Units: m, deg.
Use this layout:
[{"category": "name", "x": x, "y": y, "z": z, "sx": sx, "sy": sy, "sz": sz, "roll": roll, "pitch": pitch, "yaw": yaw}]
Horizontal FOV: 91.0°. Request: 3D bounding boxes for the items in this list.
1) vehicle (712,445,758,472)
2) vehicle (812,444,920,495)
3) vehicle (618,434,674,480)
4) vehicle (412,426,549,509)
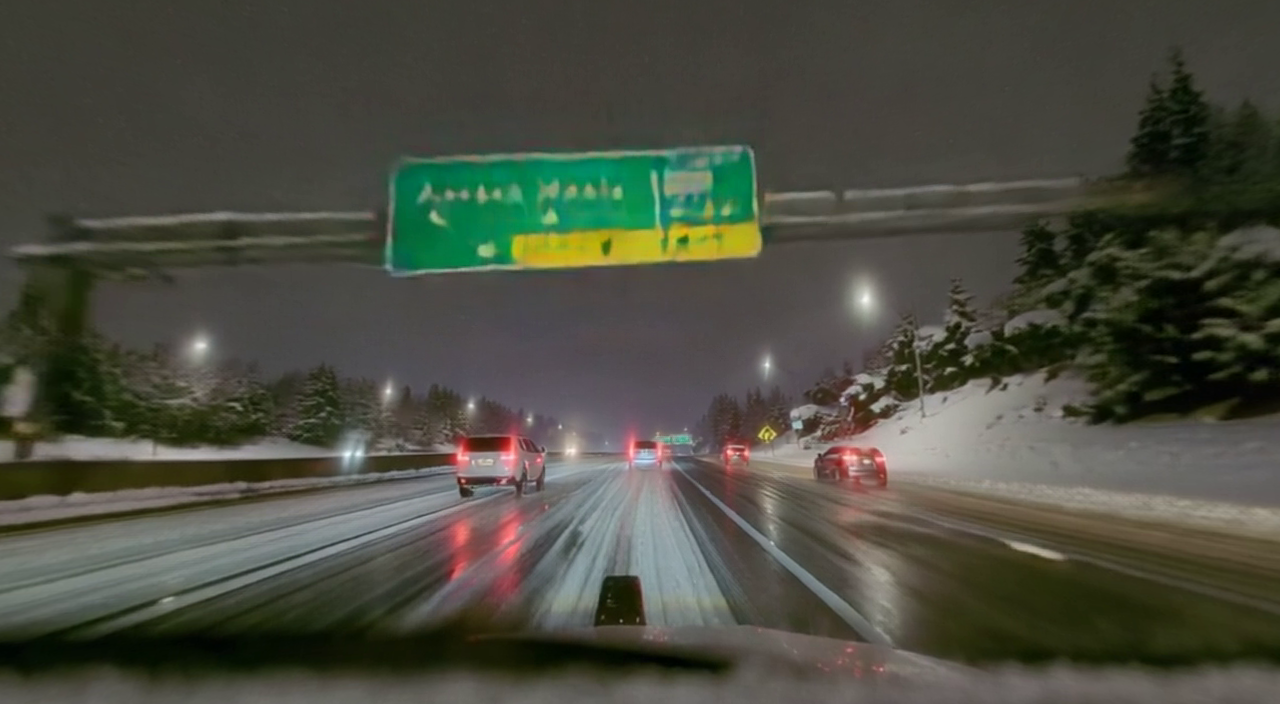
[{"category": "vehicle", "x": 5.503, "y": 6.236, "z": 37.085, "sx": 2.005, "sy": 1.456, "sz": 4.287, "roll": 0, "pitch": -9, "yaw": 0}, {"category": "vehicle", "x": 7.185, "y": 3.765, "z": 20.564, "sx": 1.936, "sy": 1.480, "sz": 4.373, "roll": 0, "pitch": -9, "yaw": 0}, {"category": "vehicle", "x": 0.289, "y": 4.672, "z": 28.172, "sx": 2.270, "sy": 1.862, "sz": 4.949, "roll": 0, "pitch": -9, "yaw": 1}, {"category": "vehicle", "x": -3.725, "y": 2.798, "z": 15.644, "sx": 2.142, "sy": 1.759, "sz": 4.297, "roll": 0, "pitch": -9, "yaw": 2}]
